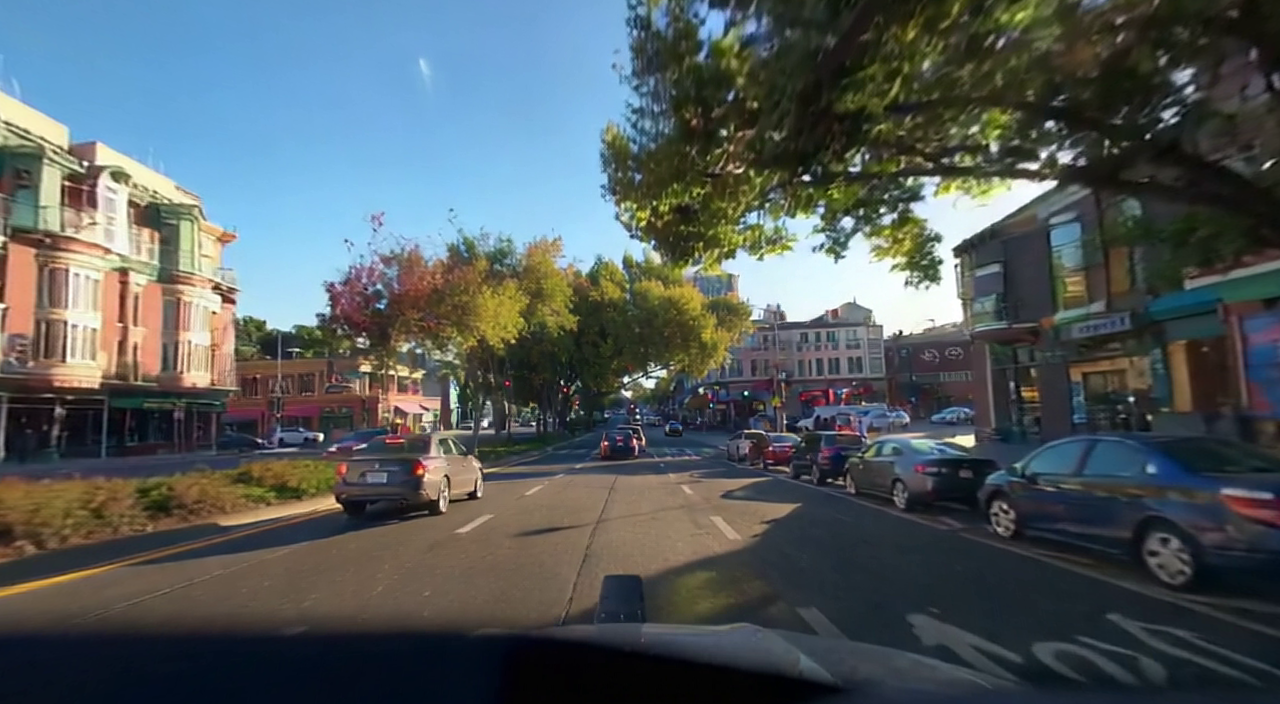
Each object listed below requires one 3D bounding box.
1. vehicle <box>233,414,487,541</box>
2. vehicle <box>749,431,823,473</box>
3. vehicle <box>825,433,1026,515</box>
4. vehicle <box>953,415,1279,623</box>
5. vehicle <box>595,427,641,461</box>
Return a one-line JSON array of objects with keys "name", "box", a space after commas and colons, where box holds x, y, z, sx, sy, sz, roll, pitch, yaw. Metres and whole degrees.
[{"name": "vehicle", "box": [-3.942, 1.819, 9.926, 1.934, 1.522, 4.464, 0, -8, 0]}, {"name": "vehicle", "box": [5.712, 3.966, 25.293, 1.959, 1.513, 4.104, 0, -8, 0]}, {"name": "vehicle", "box": [5.967, 2.571, 14.029, 2.089, 1.488, 4.663, 0, -8, -3]}, {"name": "vehicle", "box": [5.932, 1.668, 7.474, 2.019, 1.670, 4.550, 0, -8, -1]}, {"name": "vehicle", "box": [-0.993, 4.415, 30.361, 2.082, 1.520, 3.896, 0, -8, 0]}]
